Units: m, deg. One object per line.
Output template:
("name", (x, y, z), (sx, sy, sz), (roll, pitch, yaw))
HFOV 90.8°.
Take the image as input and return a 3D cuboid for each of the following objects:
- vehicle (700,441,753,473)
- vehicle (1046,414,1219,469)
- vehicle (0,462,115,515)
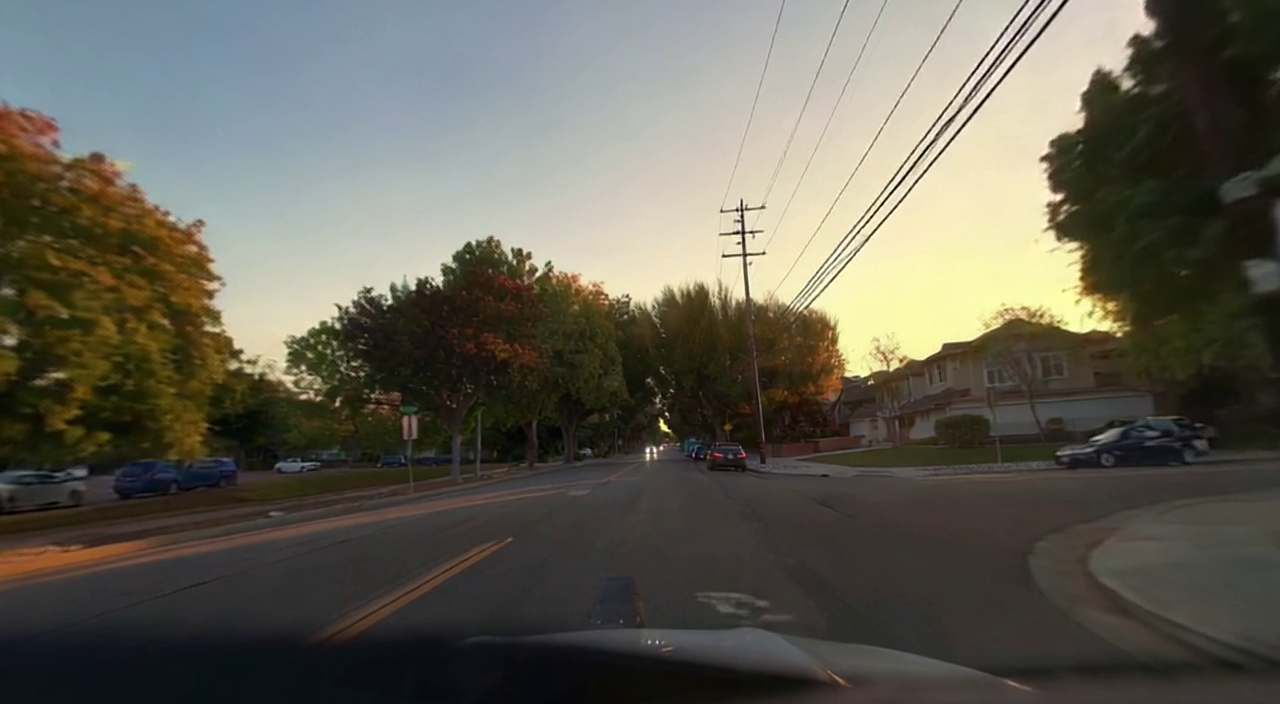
("vehicle", (4.156, 5.118, 30.988), (1.990, 1.435, 4.526), (0, -8, 0))
("vehicle", (16.164, 2.958, 20.919), (4.058, 1.697, 1.943), (0, -8, 0))
("vehicle", (-18.421, 3.985, 18.556), (4.212, 1.392, 1.902), (4, -9, -28))
